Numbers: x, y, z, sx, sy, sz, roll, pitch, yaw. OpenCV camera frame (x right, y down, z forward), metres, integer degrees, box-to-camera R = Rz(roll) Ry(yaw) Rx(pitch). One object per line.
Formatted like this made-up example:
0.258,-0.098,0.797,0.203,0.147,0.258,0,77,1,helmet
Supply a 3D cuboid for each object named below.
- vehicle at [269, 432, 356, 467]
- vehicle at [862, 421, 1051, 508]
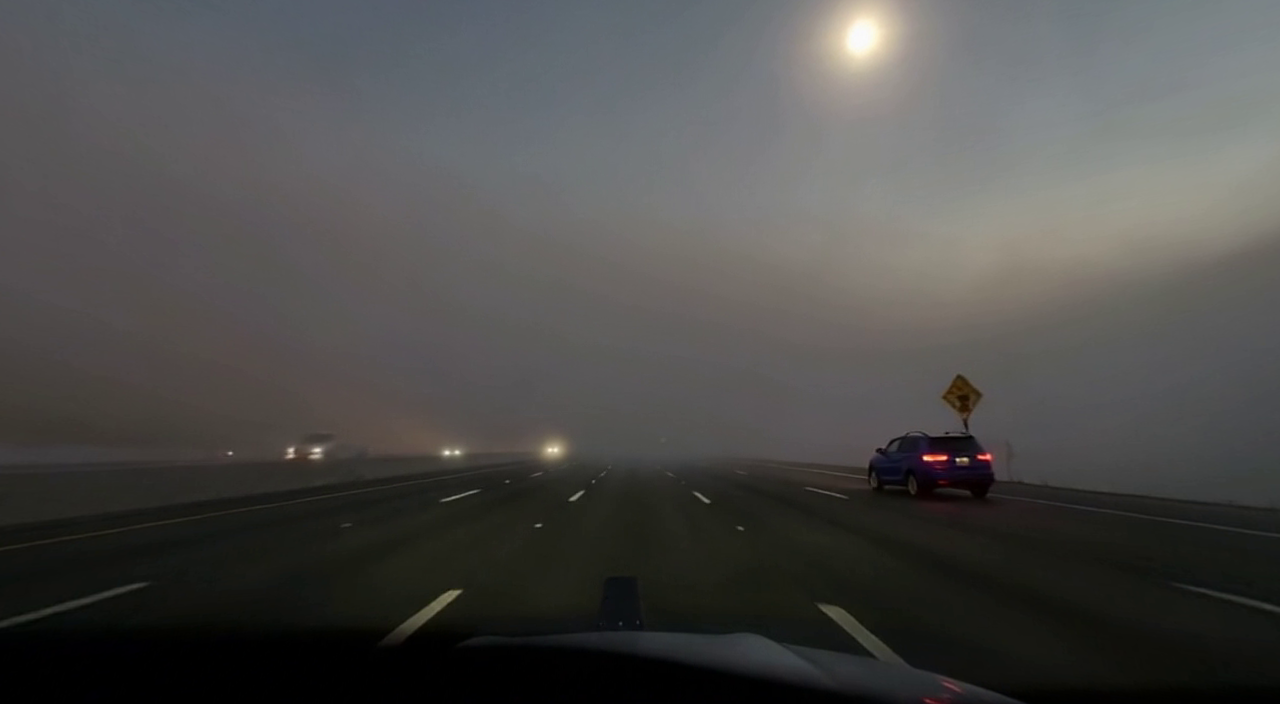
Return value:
-19.332,5.796,37.503,2.232,1.919,5.412,0,-9,0,vehicle
7.094,2.577,14.774,2.091,1.711,4.383,0,-9,-1,vehicle
